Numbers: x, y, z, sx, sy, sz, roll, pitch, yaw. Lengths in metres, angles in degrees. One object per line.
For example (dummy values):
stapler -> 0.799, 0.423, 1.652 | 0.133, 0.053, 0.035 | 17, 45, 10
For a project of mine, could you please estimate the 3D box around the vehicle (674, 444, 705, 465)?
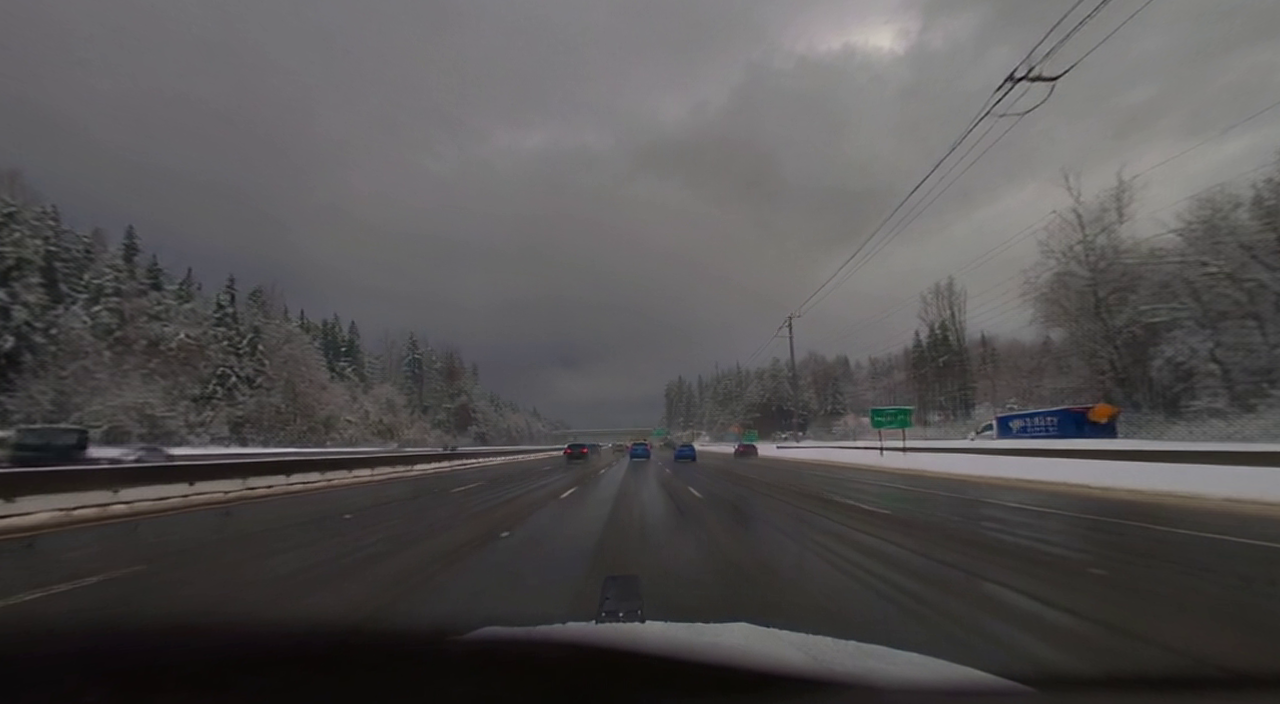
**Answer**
vehicle -> 3.800, 7.905, 48.726 | 2.076, 1.506, 4.050 | 0, -9, 0

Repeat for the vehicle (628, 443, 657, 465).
vehicle -> 0.167, 7.583, 46.839 | 2.066, 1.562, 4.198 | 0, -9, 0

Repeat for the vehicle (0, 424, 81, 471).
vehicle -> -35.495, 5.348, 35.274 | 2.723, 2.454, 5.915 | 0, -9, 2

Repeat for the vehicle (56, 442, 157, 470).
vehicle -> -31.806, 6.191, 37.763 | 1.945, 1.577, 4.555 | 0, -9, 2
